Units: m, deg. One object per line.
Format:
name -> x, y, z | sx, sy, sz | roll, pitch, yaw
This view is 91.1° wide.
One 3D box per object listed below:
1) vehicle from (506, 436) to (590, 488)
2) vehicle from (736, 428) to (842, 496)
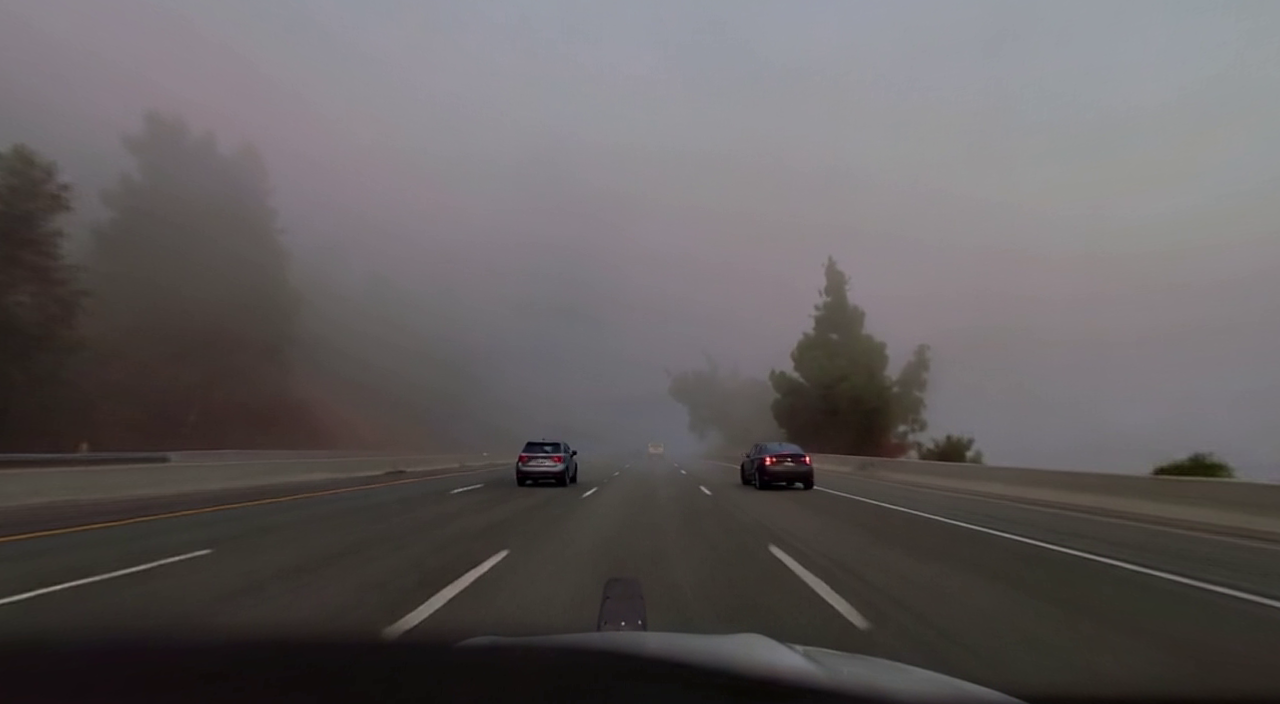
vehicle -> -3.085, 3.808, 22.006 | 2.166, 1.608, 4.297 | 0, -9, 2
vehicle -> 4.332, 3.292, 19.129 | 2.149, 1.796, 4.487 | 0, -9, 0
